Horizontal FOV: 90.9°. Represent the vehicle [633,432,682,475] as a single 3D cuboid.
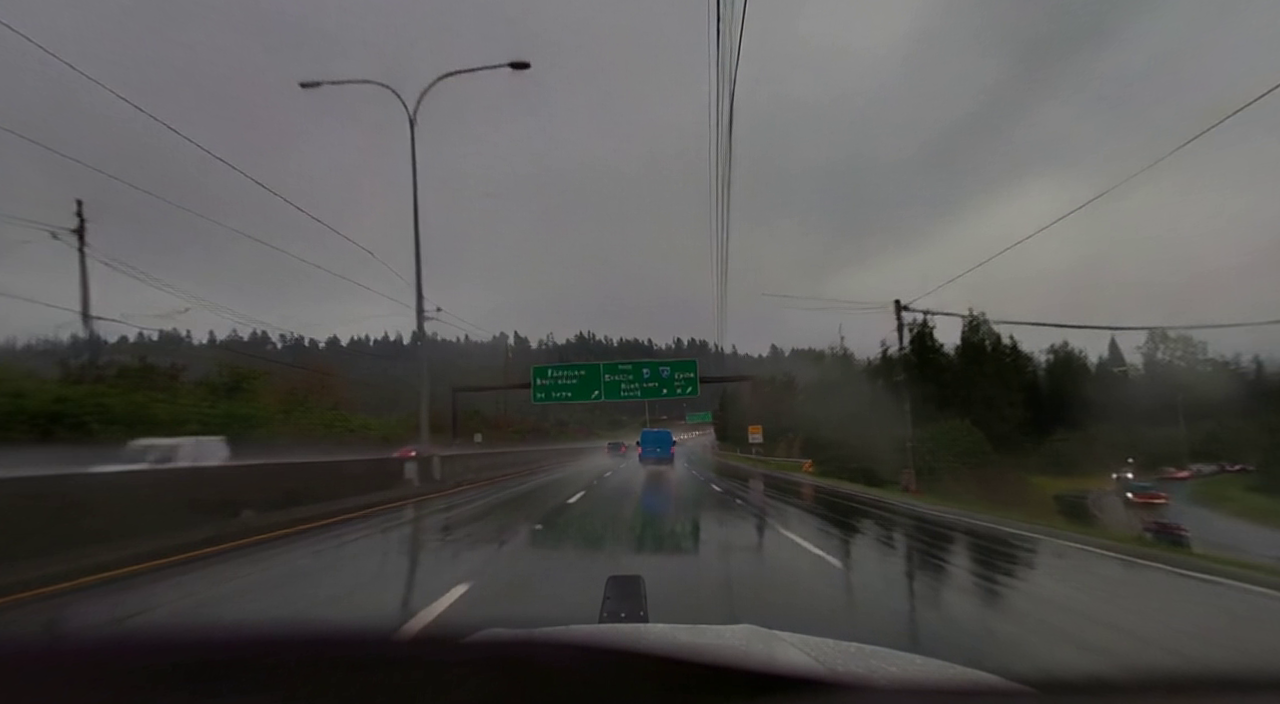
[{"bbox_3d":[0.903,5.114,31.895,2.261,1.969,5.104,0,-9,2],"label":"vehicle"}]
